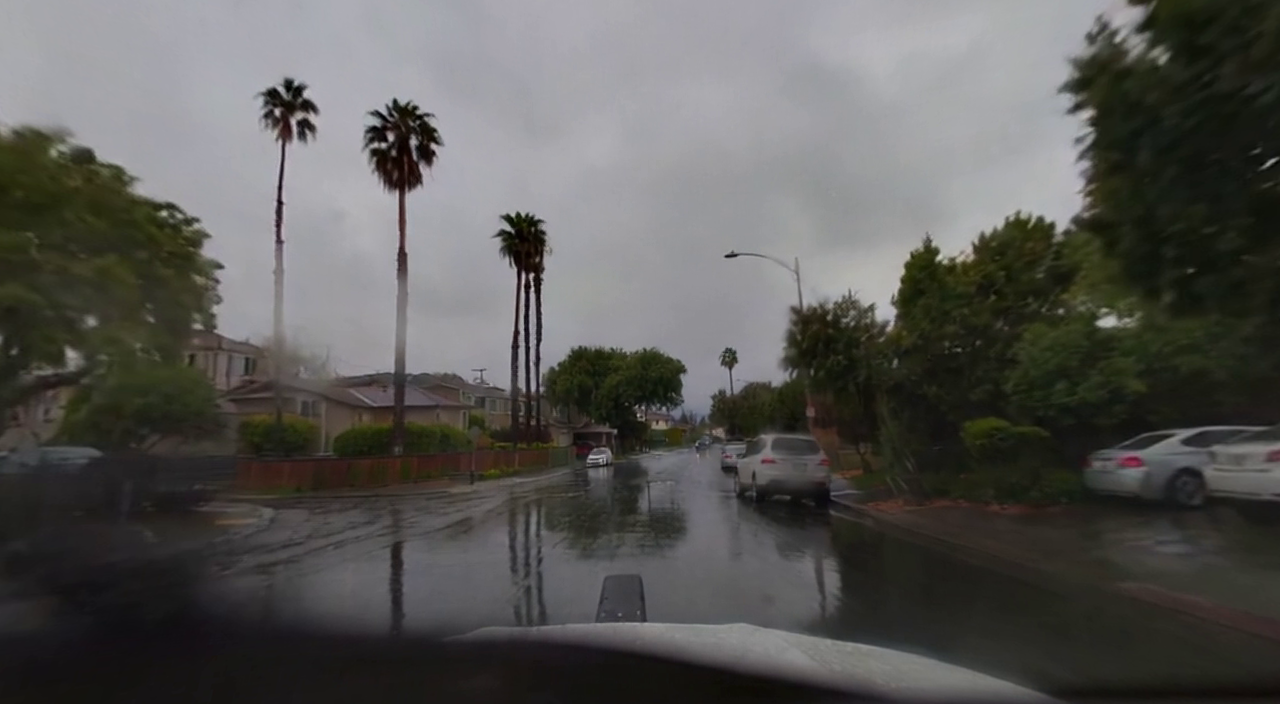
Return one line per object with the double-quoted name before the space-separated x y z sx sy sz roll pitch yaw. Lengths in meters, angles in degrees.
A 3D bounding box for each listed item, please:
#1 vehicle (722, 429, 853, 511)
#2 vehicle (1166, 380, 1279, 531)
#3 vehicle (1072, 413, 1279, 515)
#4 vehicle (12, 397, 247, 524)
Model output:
"vehicle" 3.636 2.993 16.622 2.197 1.816 4.845 0 -8 -1
"vehicle" 9.815 1.223 7.768 4.478 1.705 2.050 -3 -16 3
"vehicle" 9.968 1.796 10.378 4.220 1.492 1.924 -1 -8 1
"vehicle" -13.320 2.720 16.280 6.773 2.680 2.459 -6 -9 32
